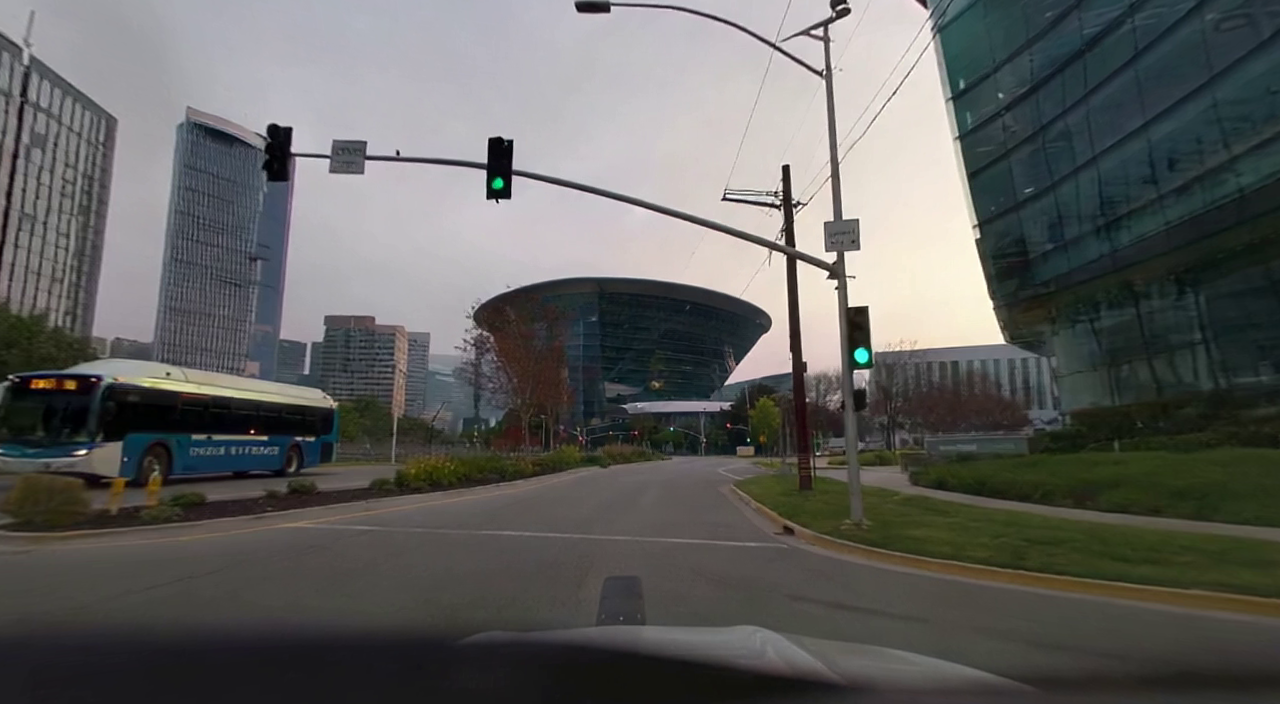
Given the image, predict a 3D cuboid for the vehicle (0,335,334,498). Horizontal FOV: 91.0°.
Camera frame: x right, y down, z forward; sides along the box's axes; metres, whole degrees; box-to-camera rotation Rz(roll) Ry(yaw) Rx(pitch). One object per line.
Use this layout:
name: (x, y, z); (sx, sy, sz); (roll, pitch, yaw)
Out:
vehicle: (-14.985, 2.429, 21.384); (3.014, 4.047, 11.442); (0, -9, 2)
